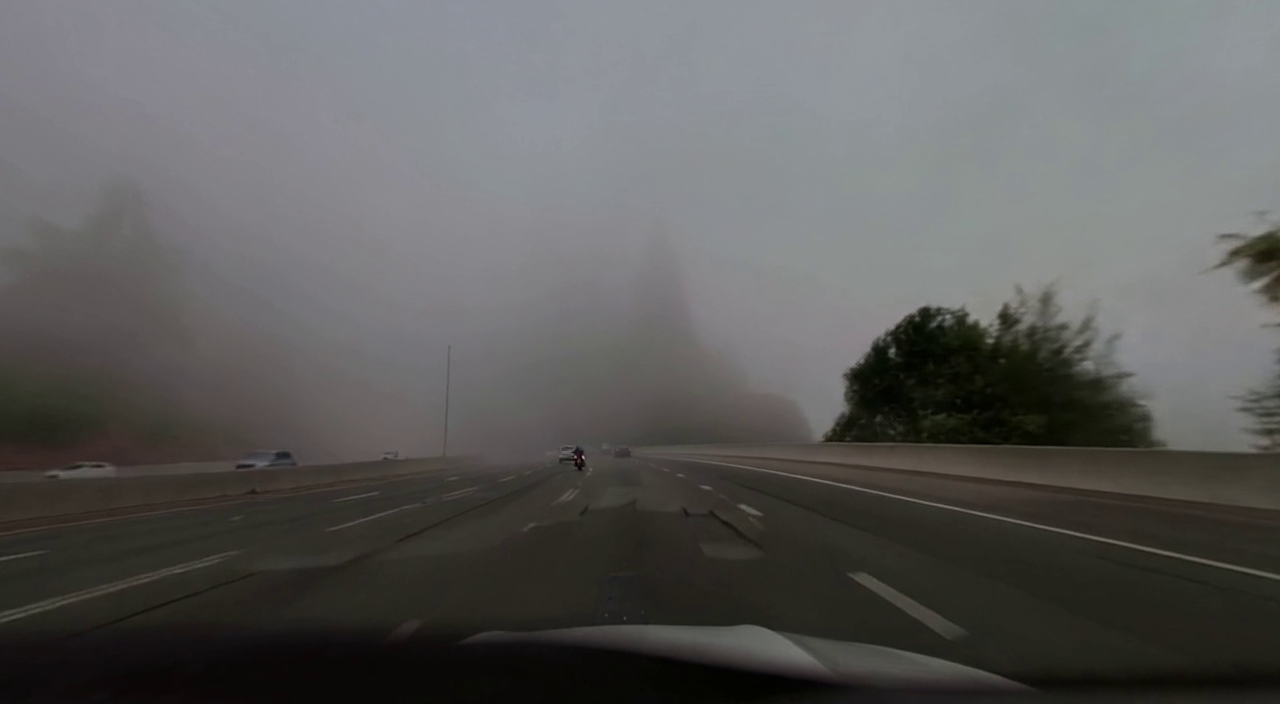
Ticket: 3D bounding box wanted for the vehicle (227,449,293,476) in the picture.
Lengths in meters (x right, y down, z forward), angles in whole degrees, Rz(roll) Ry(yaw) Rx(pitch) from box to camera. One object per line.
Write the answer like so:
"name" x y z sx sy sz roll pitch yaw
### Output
"vehicle" -27.083 7.866 45.154 1.993 1.712 4.889 0 -8 -4
